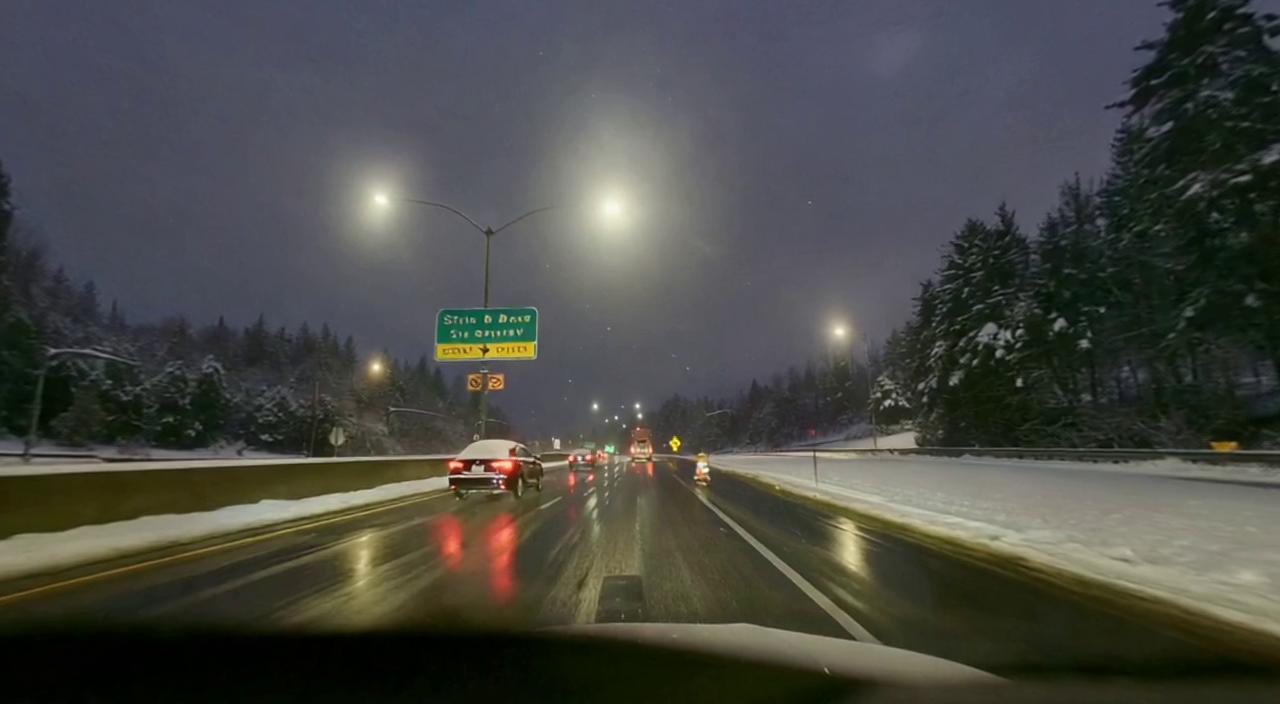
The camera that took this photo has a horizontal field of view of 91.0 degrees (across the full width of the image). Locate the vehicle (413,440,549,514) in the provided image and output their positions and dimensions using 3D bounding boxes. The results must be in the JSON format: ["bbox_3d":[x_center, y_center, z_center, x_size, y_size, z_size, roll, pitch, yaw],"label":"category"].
[{"bbox_3d":[-3.656,2.952,15.459,2.012,1.510,4.672,0,-9,1],"label":"vehicle"}]

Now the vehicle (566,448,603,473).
[{"bbox_3d":[-3.462,6.825,39.946,1.965,1.459,4.145,0,-9,0],"label":"vehicle"}]
